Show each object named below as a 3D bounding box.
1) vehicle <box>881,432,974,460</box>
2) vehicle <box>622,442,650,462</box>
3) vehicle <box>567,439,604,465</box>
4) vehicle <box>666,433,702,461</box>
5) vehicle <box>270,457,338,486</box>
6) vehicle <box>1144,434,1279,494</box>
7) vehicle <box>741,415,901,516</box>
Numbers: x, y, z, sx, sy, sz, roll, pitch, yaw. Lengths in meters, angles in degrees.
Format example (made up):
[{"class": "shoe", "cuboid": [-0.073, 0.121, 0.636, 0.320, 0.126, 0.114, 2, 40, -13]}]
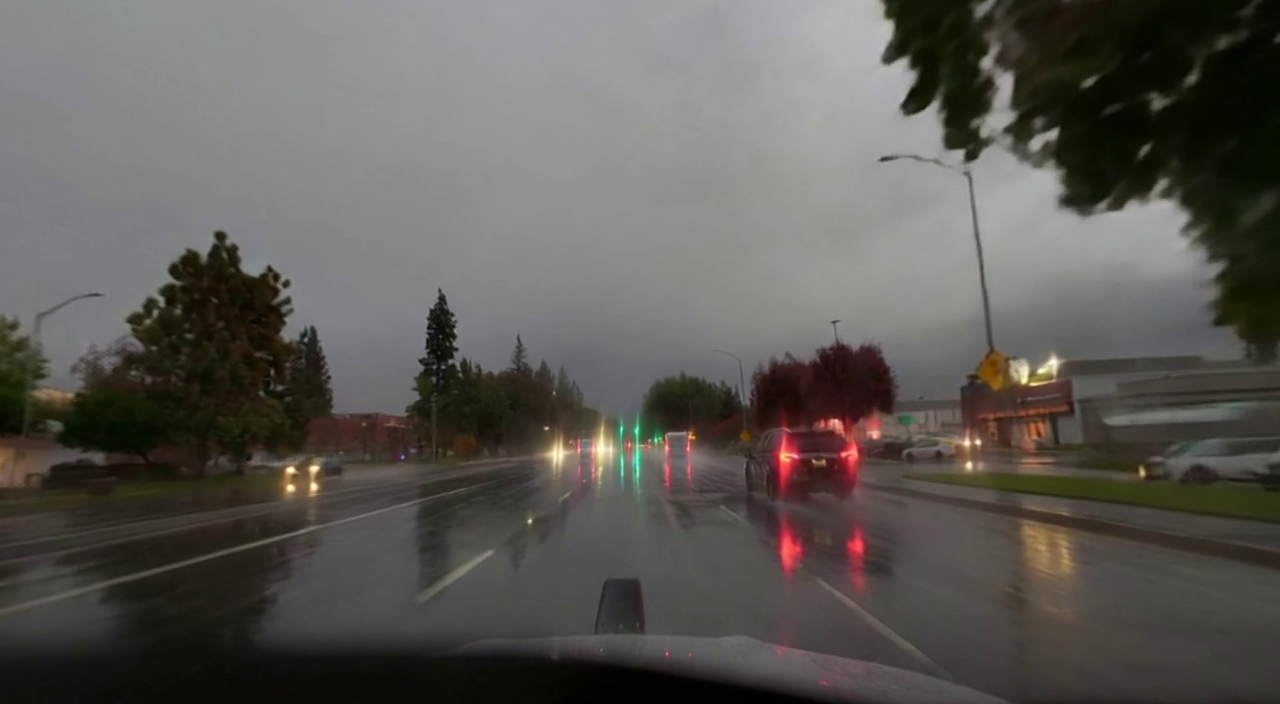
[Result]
[{"class": "vehicle", "cuboid": [18.024, 5.875, 39.692, 4.970, 1.700, 2.108, 1, -8, -11]}, {"class": "vehicle", "cuboid": [-0.353, 7.747, 49.045, 2.074, 1.463, 4.016, 0, -8, -1]}, {"class": "vehicle", "cuboid": [-3.954, 7.361, 46.813, 2.220, 1.793, 4.885, 0, -8, 1]}, {"class": "vehicle", "cuboid": [3.331, 7.297, 48.602, 2.197, 2.034, 4.667, 0, -8, -2]}, {"class": "vehicle", "cuboid": [-20.509, 7.262, 38.731, 1.823, 1.561, 3.987, -1, -8, 2]}, {"class": "vehicle", "cuboid": [16.423, 2.948, 16.793, 4.369, 1.489, 1.825, 0, -8, 1]}, {"class": "vehicle", "cuboid": [3.641, 2.380, 13.702, 2.060, 1.816, 4.343, 0, -8, -1]}]
